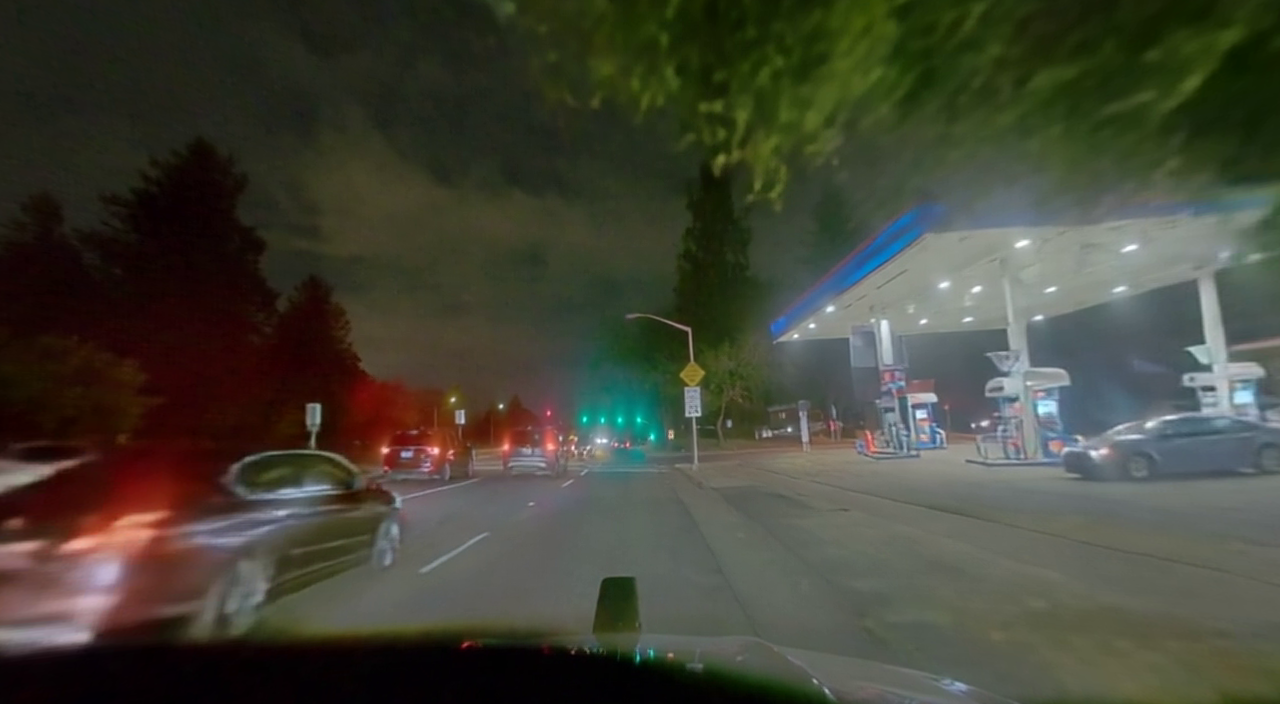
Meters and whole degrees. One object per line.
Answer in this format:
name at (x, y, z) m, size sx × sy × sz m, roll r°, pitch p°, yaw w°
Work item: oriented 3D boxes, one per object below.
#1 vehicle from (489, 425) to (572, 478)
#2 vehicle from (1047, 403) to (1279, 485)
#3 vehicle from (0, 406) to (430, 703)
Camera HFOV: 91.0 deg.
vehicle at (-3.990, 3.729, 23.853) m, size 2.306 × 1.815 × 4.476 m, roll 0°, pitch -8°, yaw 1°
vehicle at (12.202, 2.058, 14.343) m, size 4.385 × 1.439 × 1.912 m, roll -5°, pitch -7°, yaw 4°
vehicle at (-3.385, 1.279, 4.959) m, size 1.888 × 1.452 × 4.303 m, roll 0°, pitch -8°, yaw 1°
